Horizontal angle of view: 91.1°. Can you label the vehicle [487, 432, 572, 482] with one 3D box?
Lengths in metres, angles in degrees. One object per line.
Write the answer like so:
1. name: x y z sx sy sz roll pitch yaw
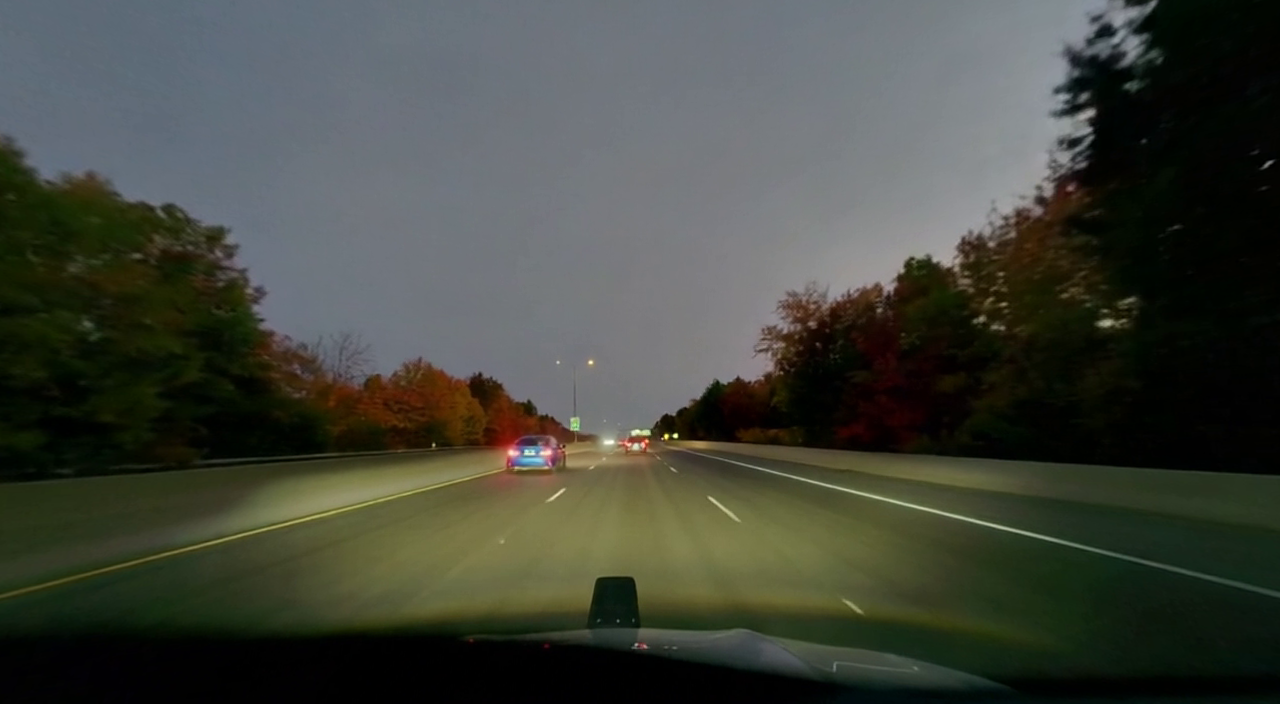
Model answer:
1. vehicle: -3.605 3.530 21.432 2.103 1.507 4.367 0 -8 0
